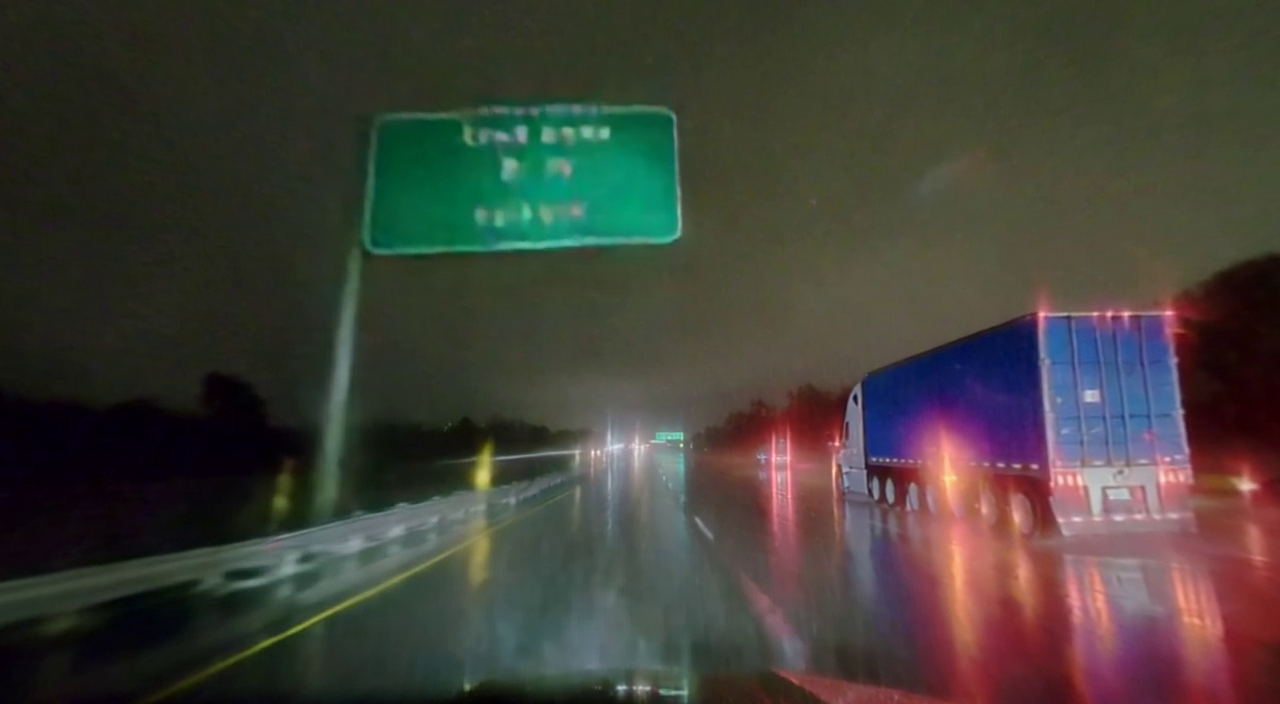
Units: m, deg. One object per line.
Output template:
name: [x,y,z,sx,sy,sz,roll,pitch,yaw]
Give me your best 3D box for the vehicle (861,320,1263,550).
vehicle: [7.148,1.710,12.555,2.690,3.197,7.515,0,-9,0]
